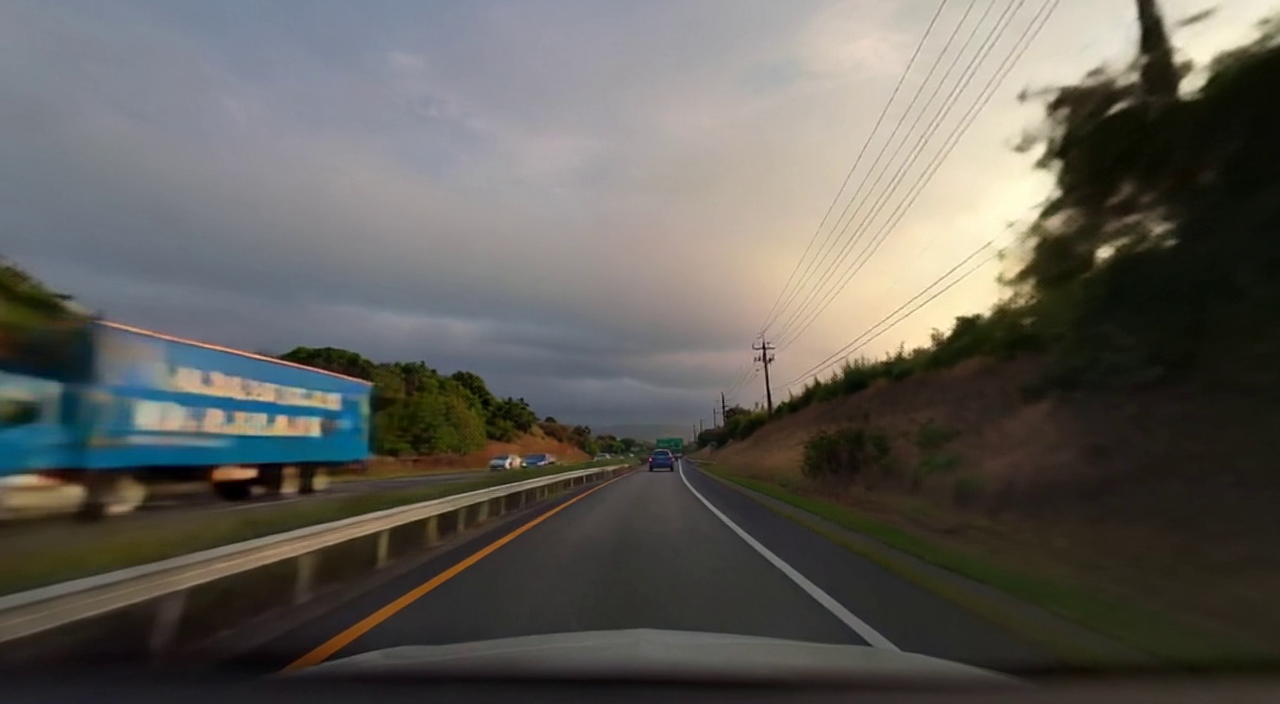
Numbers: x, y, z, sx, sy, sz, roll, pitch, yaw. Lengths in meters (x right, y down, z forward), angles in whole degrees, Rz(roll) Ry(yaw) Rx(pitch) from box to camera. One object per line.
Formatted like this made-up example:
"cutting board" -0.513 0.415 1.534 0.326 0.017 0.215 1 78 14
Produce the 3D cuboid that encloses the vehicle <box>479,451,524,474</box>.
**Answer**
"vehicle" -9.022 7.228 41.378 1.910 1.470 3.797 -1 -9 4

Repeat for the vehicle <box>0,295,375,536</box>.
"vehicle" -10.668 1.825 15.371 3.005 3.782 10.956 -1 -9 3

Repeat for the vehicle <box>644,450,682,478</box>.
"vehicle" 1.348 6.517 36.859 2.080 1.486 3.813 0 -9 2

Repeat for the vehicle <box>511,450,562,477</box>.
"vehicle" -5.987 6.509 36.958 2.034 1.492 4.319 -1 -9 3
